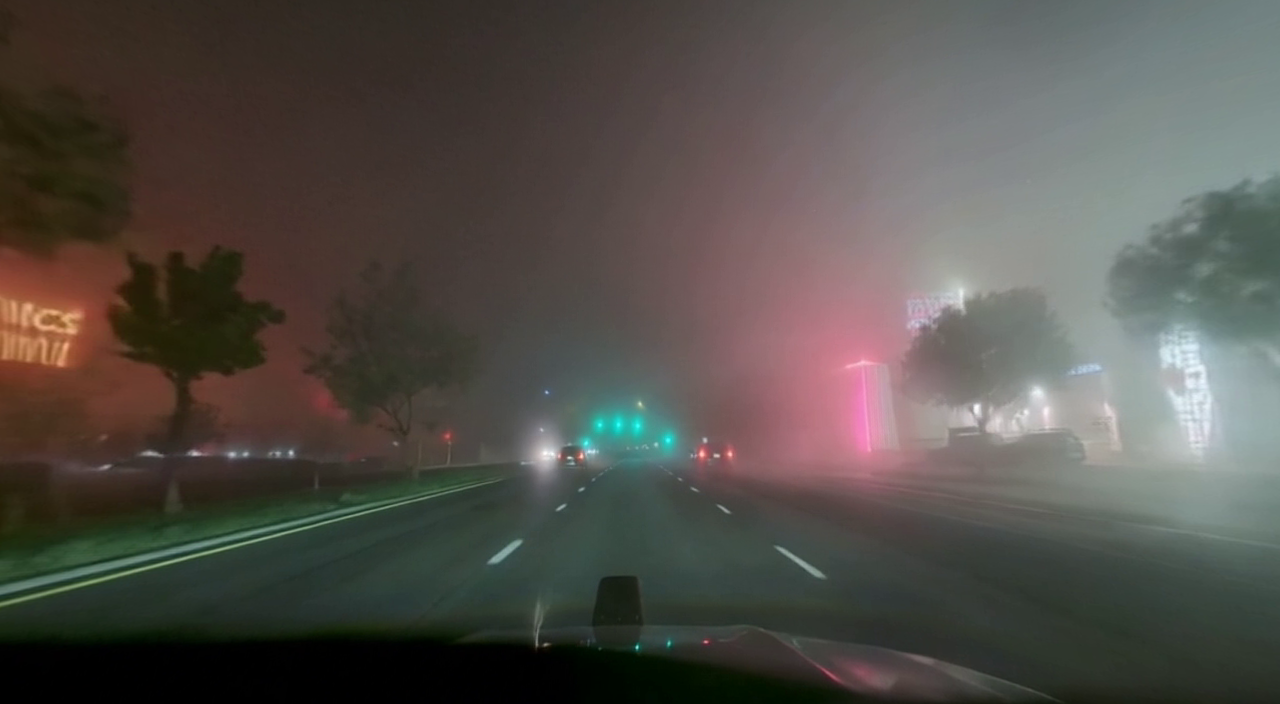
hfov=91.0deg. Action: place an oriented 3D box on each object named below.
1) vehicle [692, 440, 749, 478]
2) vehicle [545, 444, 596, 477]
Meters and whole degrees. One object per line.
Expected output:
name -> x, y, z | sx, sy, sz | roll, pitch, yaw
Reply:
vehicle -> 3.899, 5.263, 31.282 | 2.083, 1.743, 4.354 | 0, -9, -2
vehicle -> -3.316, 5.245, 30.702 | 2.005, 1.477, 4.169 | 0, -9, 0
